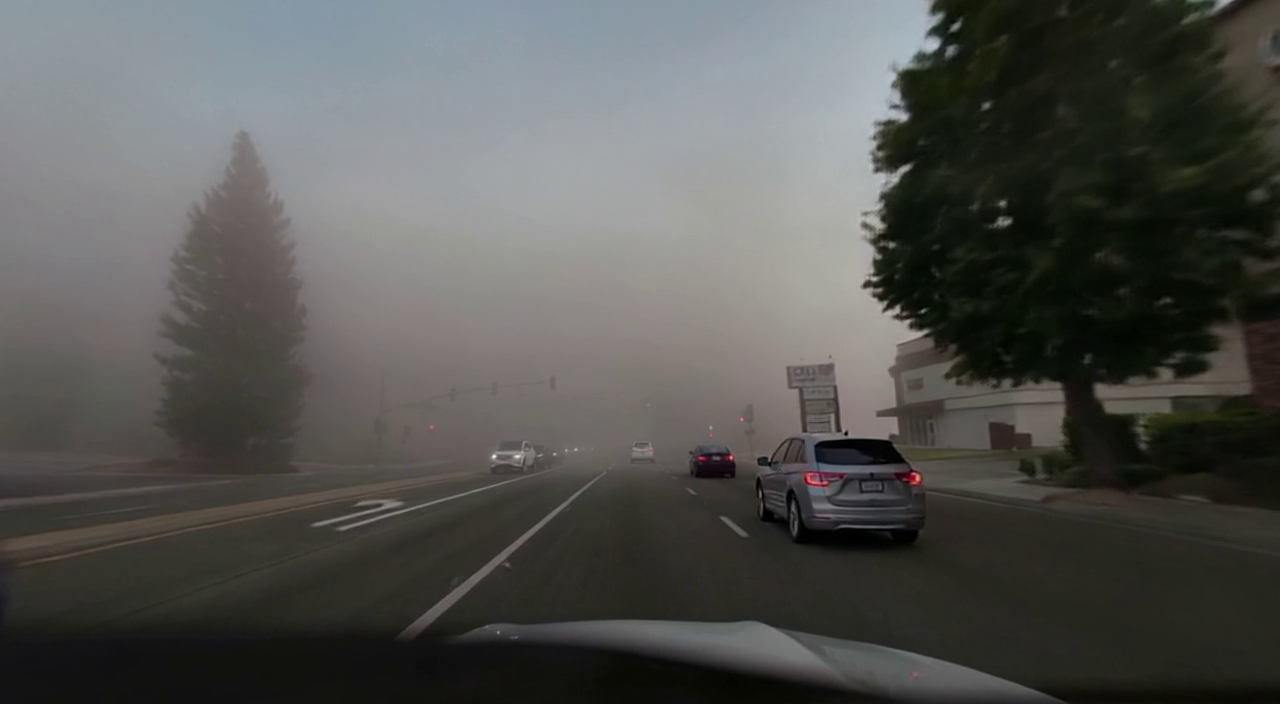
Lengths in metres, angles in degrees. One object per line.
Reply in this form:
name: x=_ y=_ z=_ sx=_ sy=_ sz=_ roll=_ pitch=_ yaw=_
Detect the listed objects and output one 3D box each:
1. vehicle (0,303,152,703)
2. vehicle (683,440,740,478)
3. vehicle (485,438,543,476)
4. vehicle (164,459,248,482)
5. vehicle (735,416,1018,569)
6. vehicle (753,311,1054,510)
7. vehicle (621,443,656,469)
vehicle: x=-4.101 y=0.531 z=1.280 sx=2.368 sy=2.037 sz=5.319 roll=1 pitch=-9 yaw=-6
vehicle: x=2.987 y=4.555 z=27.088 sx=1.842 sy=1.480 sz=4.155 roll=0 pitch=-9 yaw=-2
vehicle: x=-6.517 y=5.468 z=33.228 sx=2.136 sy=1.837 sz=4.669 roll=0 pitch=-9 yaw=-1
vehicle: x=-31.408 y=8.588 z=45.885 sx=4.719 sy=1.481 sz=2.110 roll=4 pitch=-9 yaw=-27
vehicle: x=2.875 y=1.845 z=9.146 sx=2.174 sy=1.596 sz=4.779 roll=0 pitch=-9 yaw=-1
vehicle: x=6.923 y=2.400 z=21.454 sx=2.899 sy=4.154 sz=16.592 roll=0 pitch=-8 yaw=-1
vehicle: x=-0.105 y=6.354 z=38.745 sx=2.008 sy=1.464 sz=4.052 roll=0 pitch=-9 yaw=-1
